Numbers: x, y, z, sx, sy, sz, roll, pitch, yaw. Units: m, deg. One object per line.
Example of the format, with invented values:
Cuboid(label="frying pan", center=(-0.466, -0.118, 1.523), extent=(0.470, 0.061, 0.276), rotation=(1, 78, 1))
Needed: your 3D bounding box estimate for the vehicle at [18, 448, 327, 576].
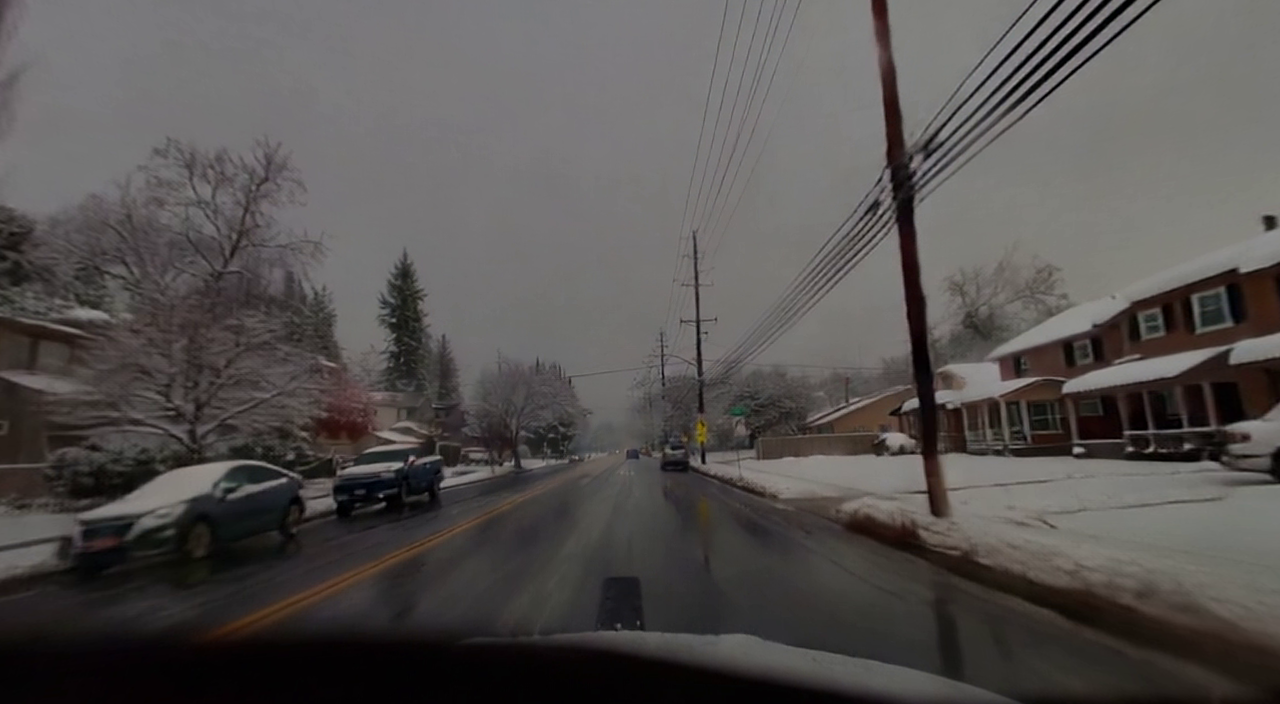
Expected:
Cuboid(label="vehicle", center=(-7.110, 2.407, 10.280), extent=(2.041, 1.587, 3.920), rotation=(-2, -9, -1))

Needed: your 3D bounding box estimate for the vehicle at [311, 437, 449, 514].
Cuboid(label="vehicle", center=(-7.276, 3.490, 18.266), extent=(2.135, 1.787, 4.452), rotation=(-4, -9, 0))

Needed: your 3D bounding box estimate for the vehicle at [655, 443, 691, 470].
Cuboid(label="vehicle", center=(2.187, 6.969, 42.436), extent=(1.971, 1.710, 4.210), rotation=(0, -9, -3))
